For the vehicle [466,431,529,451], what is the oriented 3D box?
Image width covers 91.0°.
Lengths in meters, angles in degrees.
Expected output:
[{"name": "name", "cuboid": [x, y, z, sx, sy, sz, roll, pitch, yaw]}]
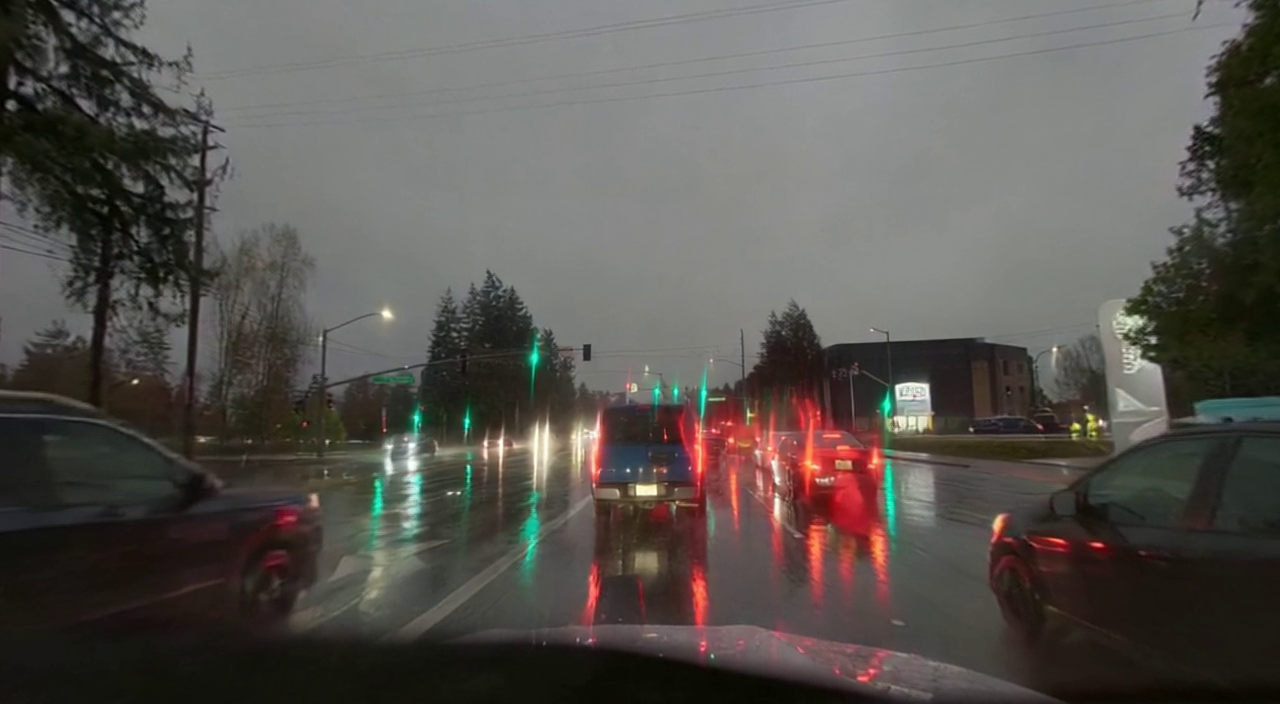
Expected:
[{"name": "vehicle", "cuboid": [-11.058, 6.959, 49.102, 4.650, 1.489, 2.005, 1, -9, -8]}]

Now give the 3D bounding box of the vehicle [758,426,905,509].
[{"name": "vehicle", "cuboid": [3.778, 2.354, 13.240, 1.862, 1.451, 4.083, 0, -9, 1]}]

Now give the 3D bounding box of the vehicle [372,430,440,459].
[{"name": "vehicle", "cuboid": [-14.917, 5.951, 40.386, 2.018, 1.715, 4.451, -1, -9, 10]}]

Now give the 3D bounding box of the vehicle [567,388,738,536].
[{"name": "vehicle", "cuboid": [0.281, 1.752, 10.426, 2.188, 1.892, 4.488, 0, -9, 3]}]

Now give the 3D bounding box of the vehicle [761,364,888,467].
[{"name": "vehicle", "cuboid": [7.825, 3.049, 28.304, 2.965, 3.900, 9.064, 0, -9, 0]}]

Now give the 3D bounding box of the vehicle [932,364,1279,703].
[{"name": "vehicle", "cuboid": [3.226, 0.887, 2.646, 2.109, 1.500, 4.585, 0, -9, 5]}]

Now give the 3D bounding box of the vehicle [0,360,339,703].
[{"name": "vehicle", "cuboid": [-3.174, 0.793, 2.173, 2.010, 1.515, 4.152, 0, -9, 3]}]
